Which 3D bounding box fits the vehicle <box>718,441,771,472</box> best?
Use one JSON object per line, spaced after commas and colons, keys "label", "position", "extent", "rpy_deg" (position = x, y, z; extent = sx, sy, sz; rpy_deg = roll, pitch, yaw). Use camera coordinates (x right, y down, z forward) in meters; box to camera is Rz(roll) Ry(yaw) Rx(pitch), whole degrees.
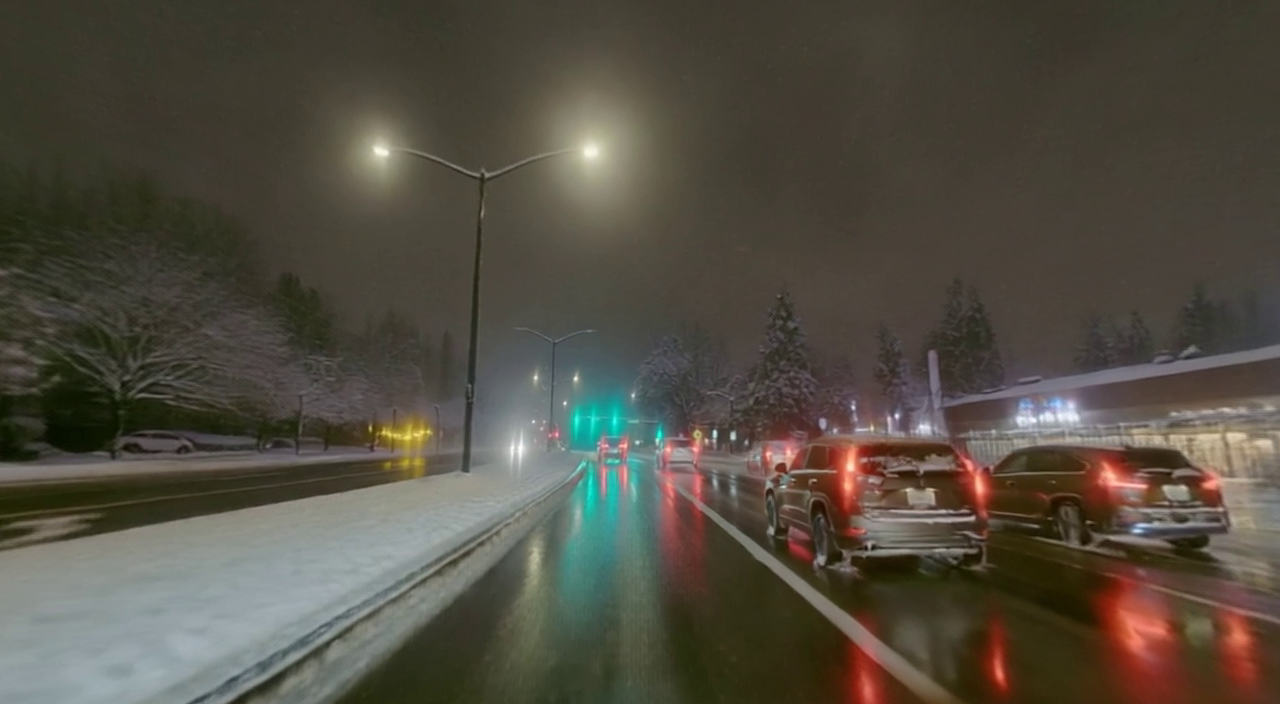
{"label": "vehicle", "position": [5.838, 5.908, 35.759], "extent": [1.954, 1.606, 4.423], "rpy_deg": [1, -8, -5]}

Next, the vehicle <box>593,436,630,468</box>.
{"label": "vehicle", "position": [-1.737, 5.950, 37.633], "extent": [2.051, 1.798, 4.168], "rpy_deg": [1, -8, -5]}

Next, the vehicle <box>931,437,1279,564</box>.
{"label": "vehicle", "position": [6.456, 2.055, 9.559], "extent": [1.917, 1.457, 4.274], "rpy_deg": [0, -8, -2]}

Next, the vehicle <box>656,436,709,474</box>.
{"label": "vehicle", "position": [1.987, 5.020, 30.925], "extent": [2.000, 1.745, 4.206], "rpy_deg": [1, -8, -5]}

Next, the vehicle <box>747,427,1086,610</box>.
{"label": "vehicle", "position": [2.611, 1.664, 7.278], "extent": [1.883, 1.452, 4.258], "rpy_deg": [0, -8, -2]}
